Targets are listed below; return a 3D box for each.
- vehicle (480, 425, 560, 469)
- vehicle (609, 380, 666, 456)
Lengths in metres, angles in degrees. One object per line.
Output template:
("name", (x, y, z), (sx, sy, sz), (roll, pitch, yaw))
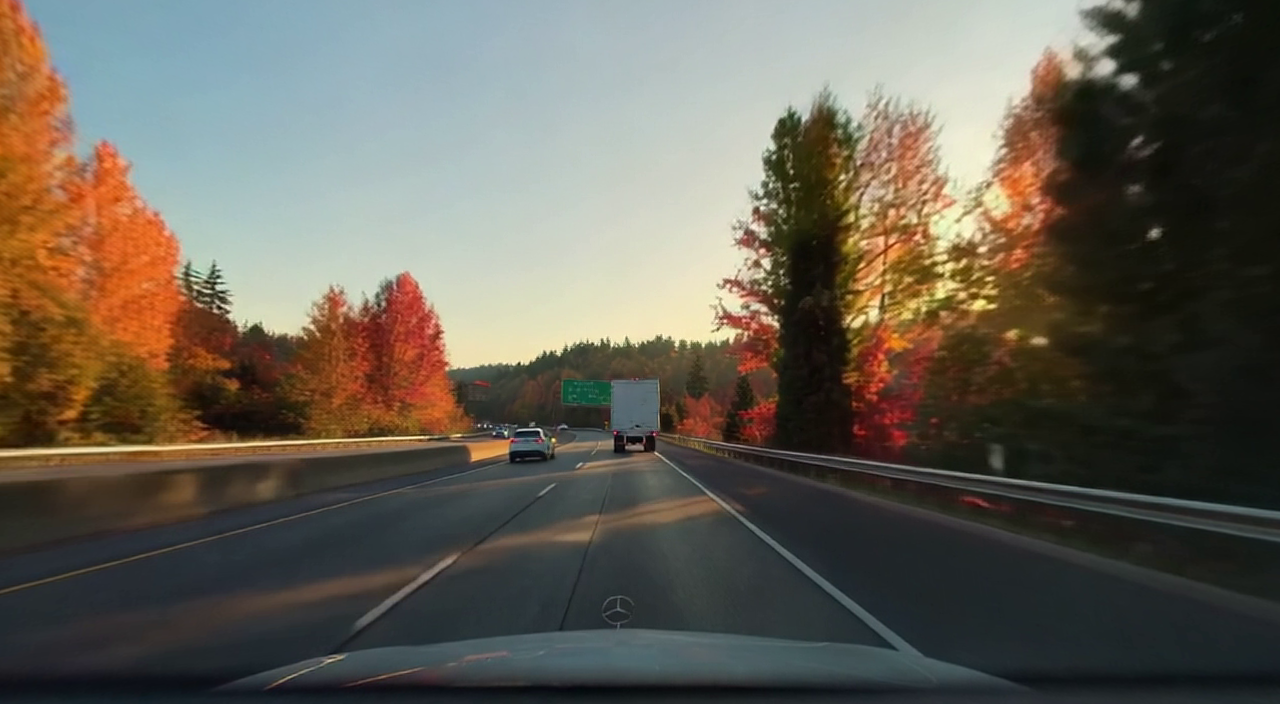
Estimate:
("vehicle", (-4.440, 3.598, 23.991), (2.217, 1.495, 4.245), (0, -8, 0))
("vehicle", (-0.335, 4.224, 38.955), (3.013, 4.016, 11.496), (0, -8, -2))
